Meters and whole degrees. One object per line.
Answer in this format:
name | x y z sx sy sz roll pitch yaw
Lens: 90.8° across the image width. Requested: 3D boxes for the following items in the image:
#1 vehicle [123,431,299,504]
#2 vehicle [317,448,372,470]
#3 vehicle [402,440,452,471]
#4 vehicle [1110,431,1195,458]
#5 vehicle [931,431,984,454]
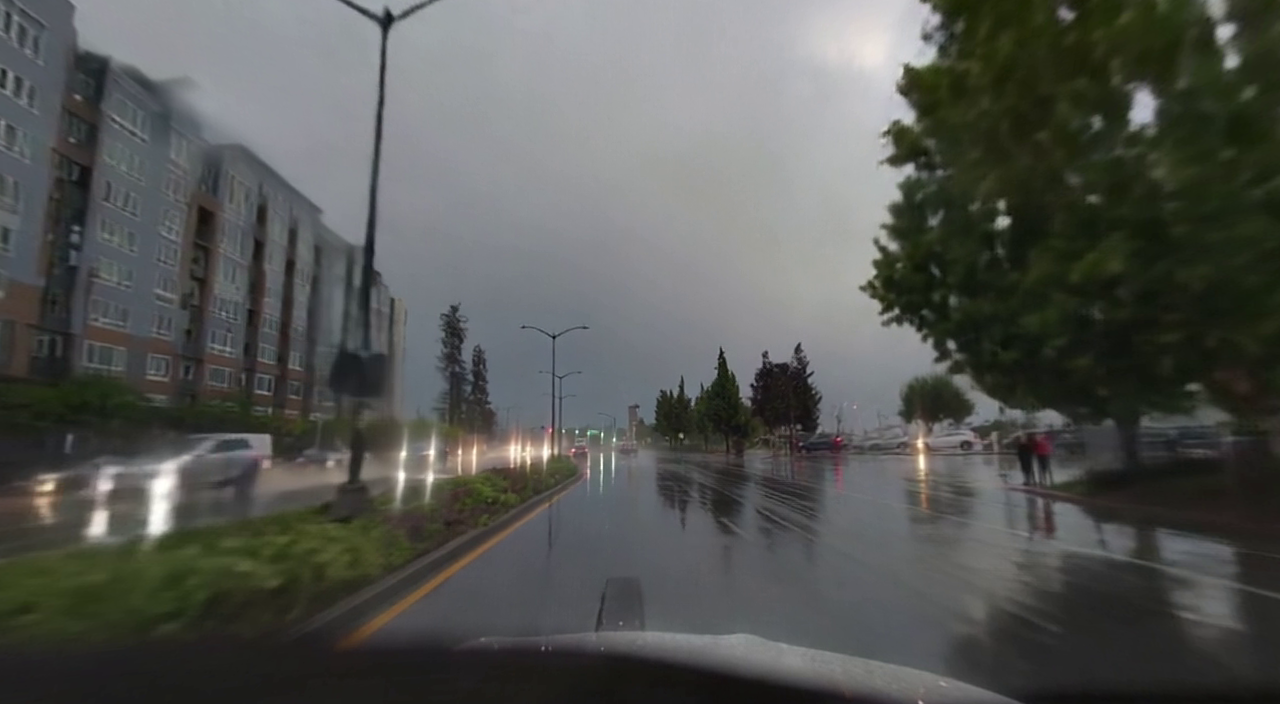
vehicle | -12.323 3.323 18.662 1.816 1.843 4.863 0 -9 -1
vehicle | -21.823 7.903 46.862 2.155 1.542 4.584 1 -9 -5
vehicle | -13.647 6.635 40.679 1.927 1.828 4.112 0 -9 -2
vehicle | 31.170 5.627 38.430 4.313 1.549 1.851 3 -9 -18
vehicle | 23.561 6.725 46.740 2.219 1.587 5.047 -8 -11 41
